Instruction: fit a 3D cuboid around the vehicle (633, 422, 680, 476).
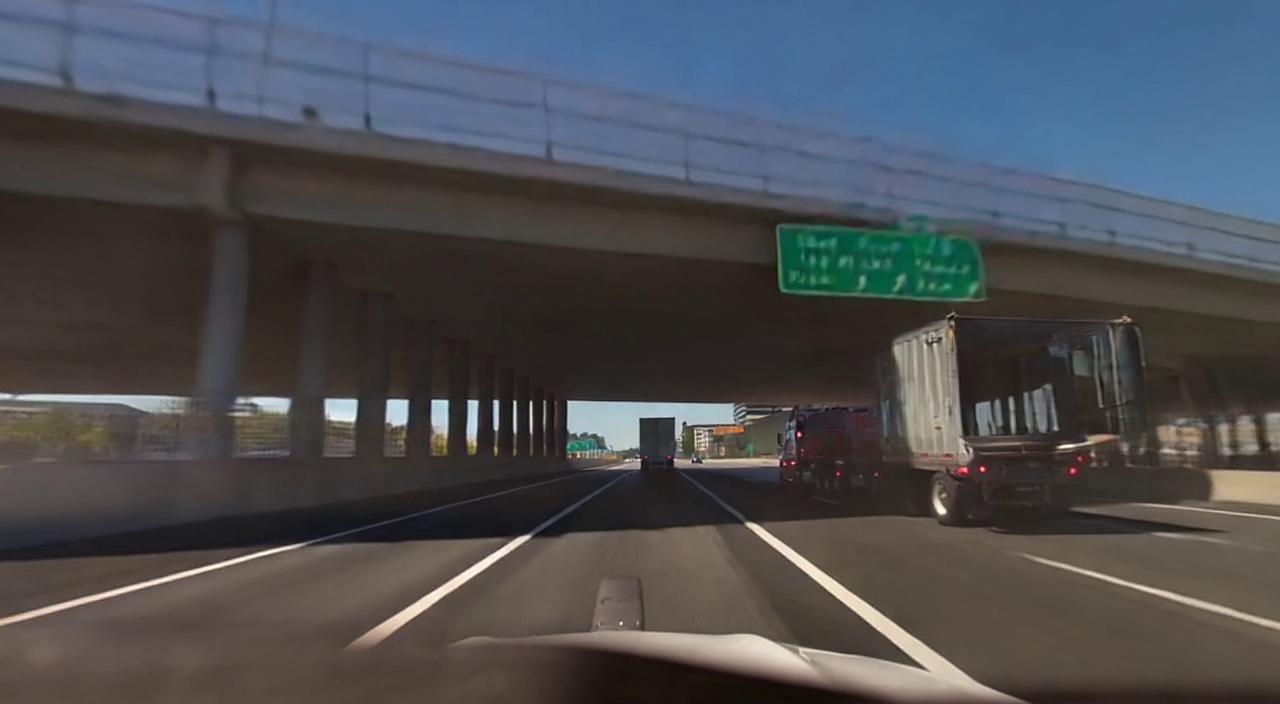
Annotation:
[{"bbox_3d":[1.348,7.692,49.990,3.244,3.713,12.155,-1,-9,2],"label":"vehicle"}]
